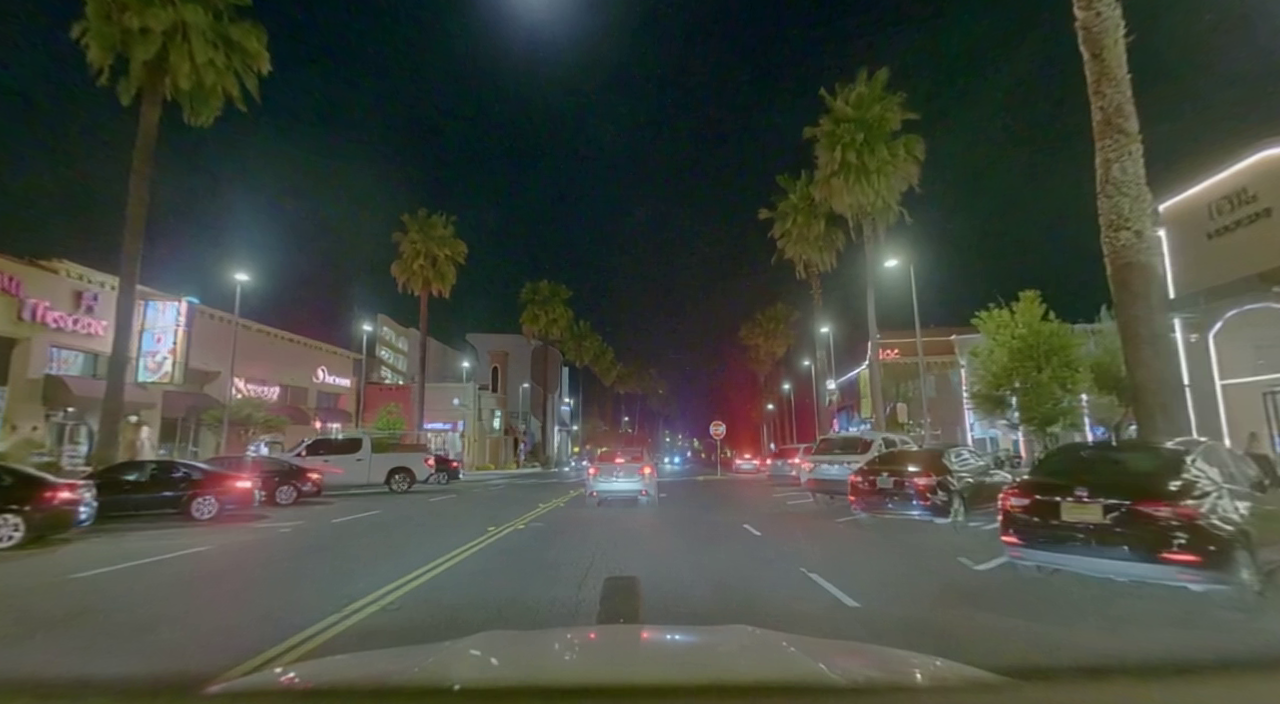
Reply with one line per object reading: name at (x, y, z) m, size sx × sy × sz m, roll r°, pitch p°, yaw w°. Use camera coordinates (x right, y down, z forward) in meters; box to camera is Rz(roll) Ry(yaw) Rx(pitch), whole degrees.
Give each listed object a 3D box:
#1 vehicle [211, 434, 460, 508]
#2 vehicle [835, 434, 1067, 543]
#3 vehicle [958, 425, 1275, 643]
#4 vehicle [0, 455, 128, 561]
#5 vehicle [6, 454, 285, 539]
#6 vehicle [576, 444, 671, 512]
vehicle at (-9.938, 3.875, 21.219) m, size 6.873 × 2.051 × 2.823 m, roll 8°, pitch -12°, yaw -43°
vehicle at (5.409, 2.211, 10.829) m, size 4.105 × 1.509 × 1.839 m, roll 7°, pitch -11°, yaw -37°
vehicle at (5.280, 1.606, 6.704) m, size 4.769 × 1.478 × 1.836 m, roll 8°, pitch -12°, yaw -44°
vehicle at (-10.449, 2.267, 9.214) m, size 2.093 × 1.470 × 4.286 m, roll -9°, pitch -12°, yaw 44°
vehicle at (-10.141, 2.915, 13.360) m, size 4.266 × 1.458 × 1.976 m, roll 7°, pitch -11°, yaw -37°
vehicle at (-0.282, 3.115, 16.110) m, size 2.031 × 1.479 × 3.969 m, roll -1°, pitch -9°, yaw 4°
